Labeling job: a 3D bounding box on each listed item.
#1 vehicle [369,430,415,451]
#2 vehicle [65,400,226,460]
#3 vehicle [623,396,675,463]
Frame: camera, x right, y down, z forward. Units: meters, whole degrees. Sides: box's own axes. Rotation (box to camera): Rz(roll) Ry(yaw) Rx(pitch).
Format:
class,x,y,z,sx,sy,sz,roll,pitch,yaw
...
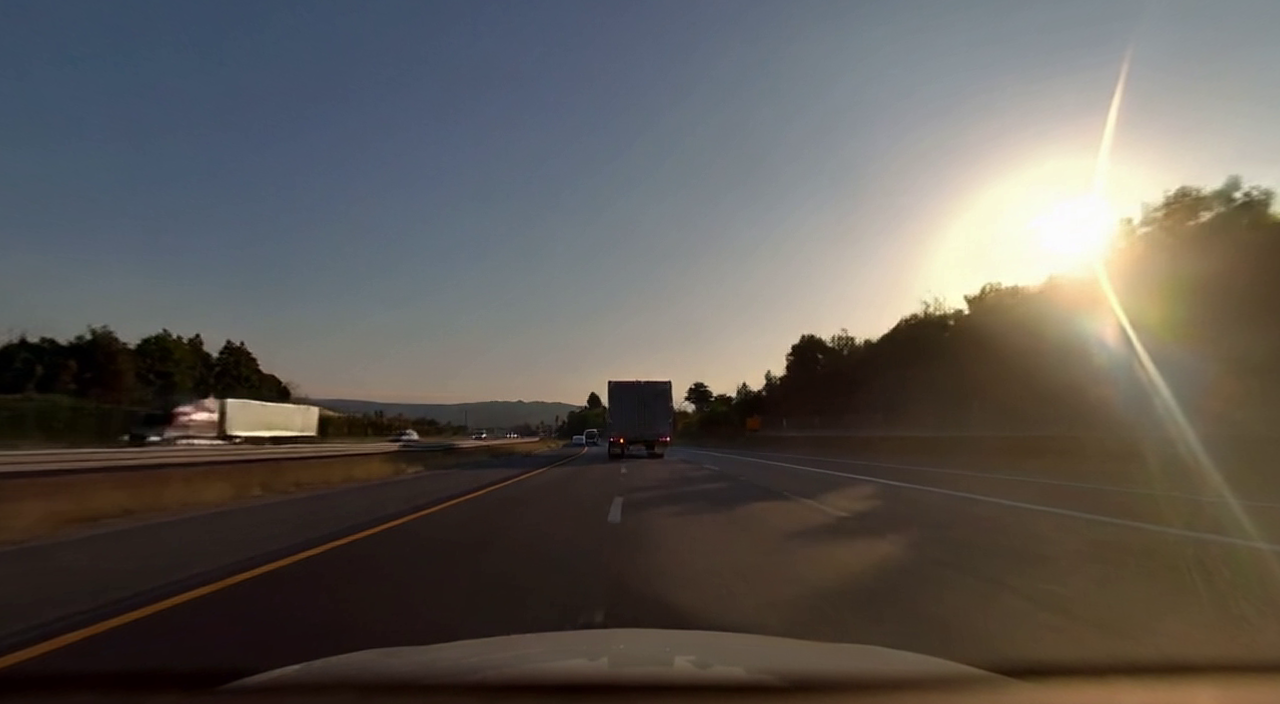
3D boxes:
class,x,y,z,sx,sy,sz,roll,pitch,yaw
vehicle,-18.769,6.719,47.763,1.810,1.522,4.275,0,-8,-2
vehicle,-22.479,3.656,29.122,2.435,2.471,6.167,0,-8,-1
vehicle,0.799,5.683,45.319,3.153,4.080,13.081,-1,-8,2
